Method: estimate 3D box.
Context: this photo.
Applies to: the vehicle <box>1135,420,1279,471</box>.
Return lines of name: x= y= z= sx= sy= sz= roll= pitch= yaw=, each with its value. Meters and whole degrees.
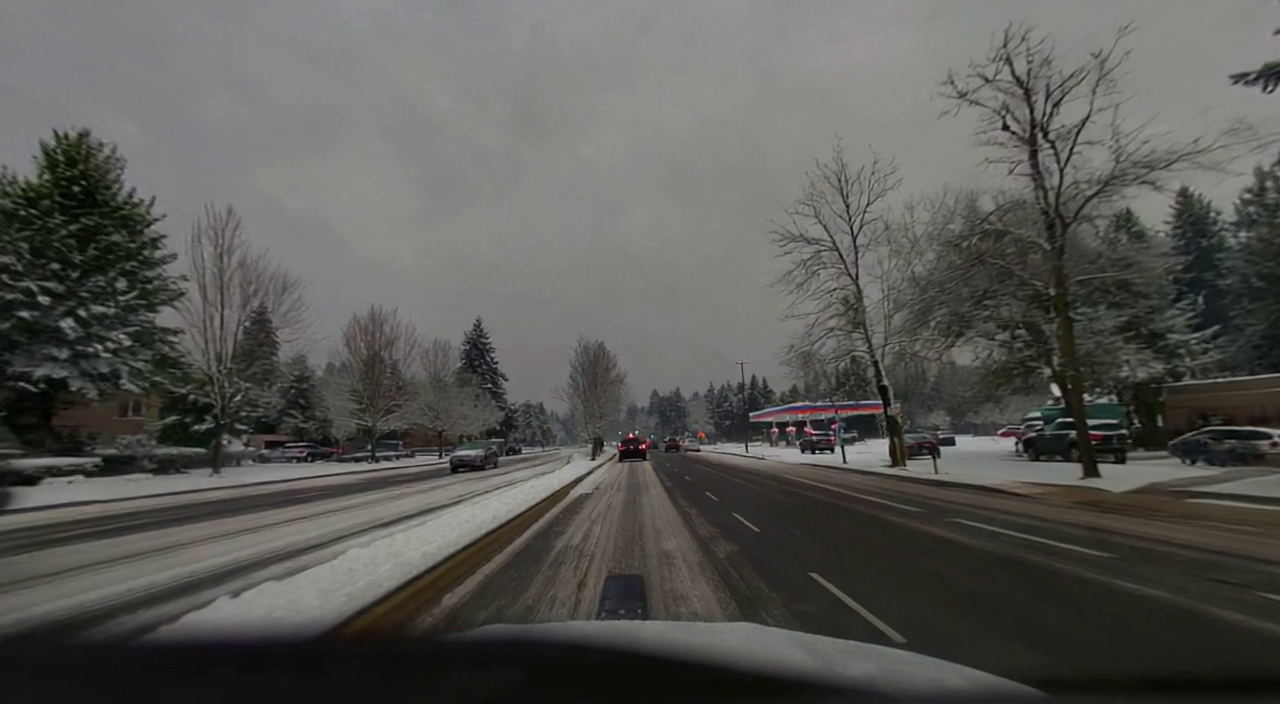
vehicle: x=19.474 y=3.110 z=21.404 sx=1.859 sy=1.493 sz=4.332 roll=-2 pitch=-7 yaw=0

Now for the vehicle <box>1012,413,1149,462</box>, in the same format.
vehicle: x=19.573 y=3.878 z=28.478 sx=2.266 sy=1.973 sz=5.443 roll=0 pitch=-9 yaw=1

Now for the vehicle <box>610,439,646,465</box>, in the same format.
vehicle: x=-0.724 y=6.106 z=38.596 sx=2.052 sy=1.488 sz=3.779 roll=0 pitch=-9 yaw=-1

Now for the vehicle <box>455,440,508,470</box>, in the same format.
vehicle: x=-9.361 y=6.130 z=37.669 sx=2.121 sy=1.677 sz=4.324 roll=0 pitch=-9 yaw=-1

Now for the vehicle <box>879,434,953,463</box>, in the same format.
vehicle: x=15.033 y=5.286 z=34.709 sx=2.001 sy=1.479 sz=4.696 roll=0 pitch=-9 yaw=1
